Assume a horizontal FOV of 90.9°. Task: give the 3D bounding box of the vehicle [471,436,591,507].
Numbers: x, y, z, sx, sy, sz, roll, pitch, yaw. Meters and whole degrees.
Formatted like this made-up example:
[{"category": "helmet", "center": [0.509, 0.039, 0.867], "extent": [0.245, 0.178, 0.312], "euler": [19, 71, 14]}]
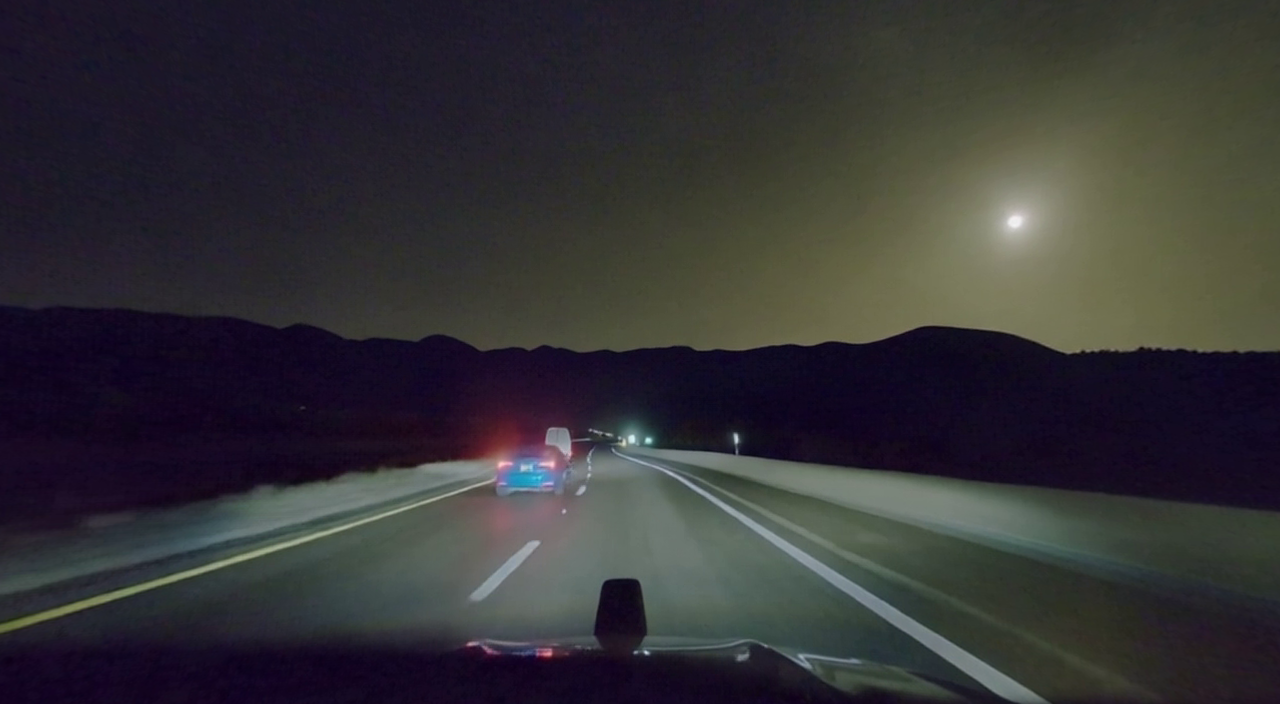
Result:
[{"category": "vehicle", "center": [-2.540, 2.938, 15.992], "extent": [2.097, 1.511, 4.585], "euler": [0, -8, 2]}]
